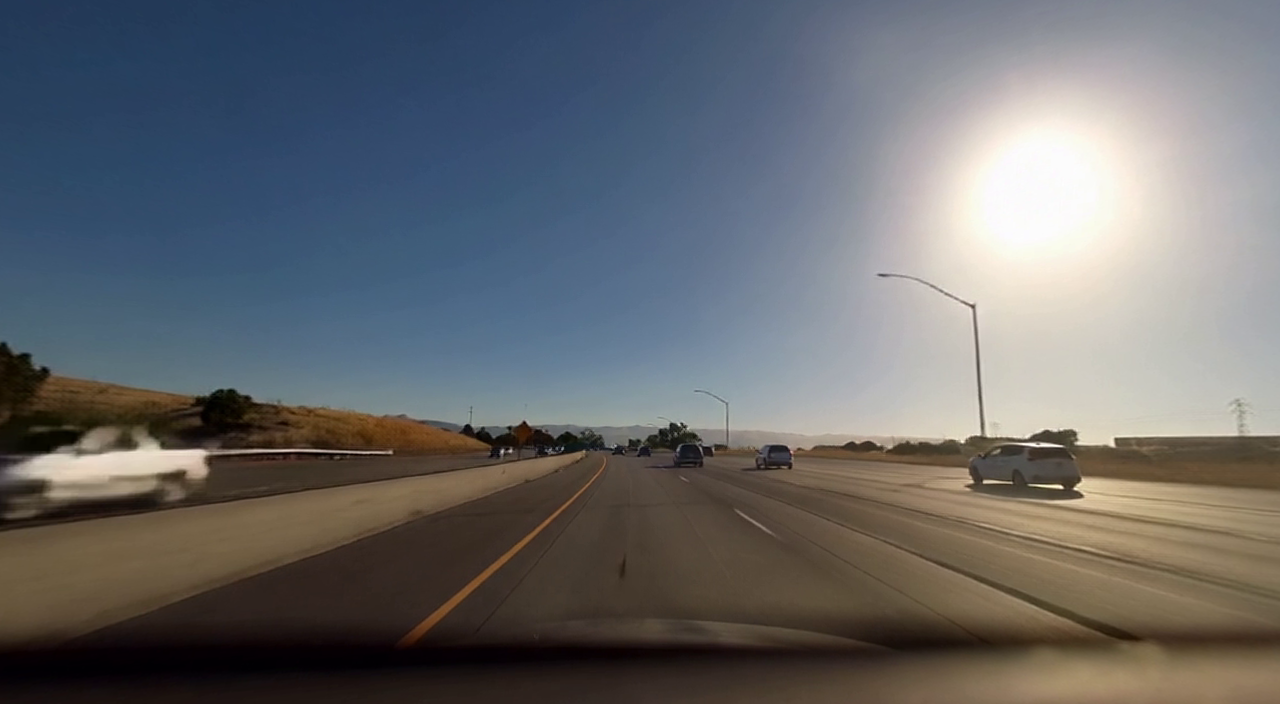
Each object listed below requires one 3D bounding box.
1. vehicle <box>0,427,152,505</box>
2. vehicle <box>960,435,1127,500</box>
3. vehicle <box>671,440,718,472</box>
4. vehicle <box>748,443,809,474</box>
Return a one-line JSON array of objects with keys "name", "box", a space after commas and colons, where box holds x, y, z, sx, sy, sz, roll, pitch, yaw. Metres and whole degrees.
[{"name": "vehicle", "box": [-10.503, 1.830, 10.391, 1.866, 1.163, 3.756, 0, -8, 2]}, {"name": "vehicle", "box": [10.919, 3.139, 17.523, 1.844, 1.560, 4.085, 0, -8, -1]}, {"name": "vehicle", "box": [2.841, 5.517, 33.737, 1.977, 1.601, 4.598, 1, -9, -2]}, {"name": "vehicle", "box": [6.862, 5.306, 31.766, 1.952, 1.442, 4.259, 1, -9, -2]}]
